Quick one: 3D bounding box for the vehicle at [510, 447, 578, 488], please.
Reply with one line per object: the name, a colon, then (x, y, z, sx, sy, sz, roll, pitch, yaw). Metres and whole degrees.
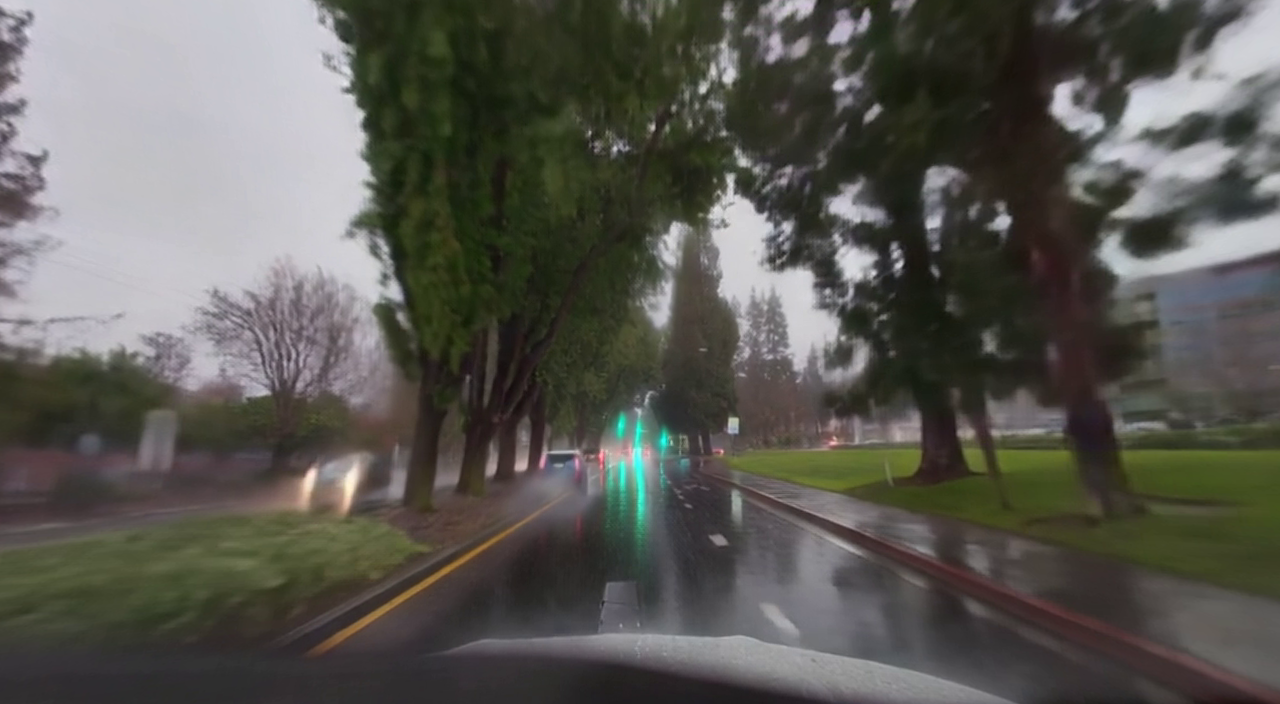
vehicle: (-3.622, 4.408, 24.527, 1.932, 1.431, 4.144, 0, -9, 1)

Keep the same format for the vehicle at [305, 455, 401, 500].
vehicle: (-11.899, 5.192, 26.546, 1.988, 1.660, 4.317, 0, -9, 0)
